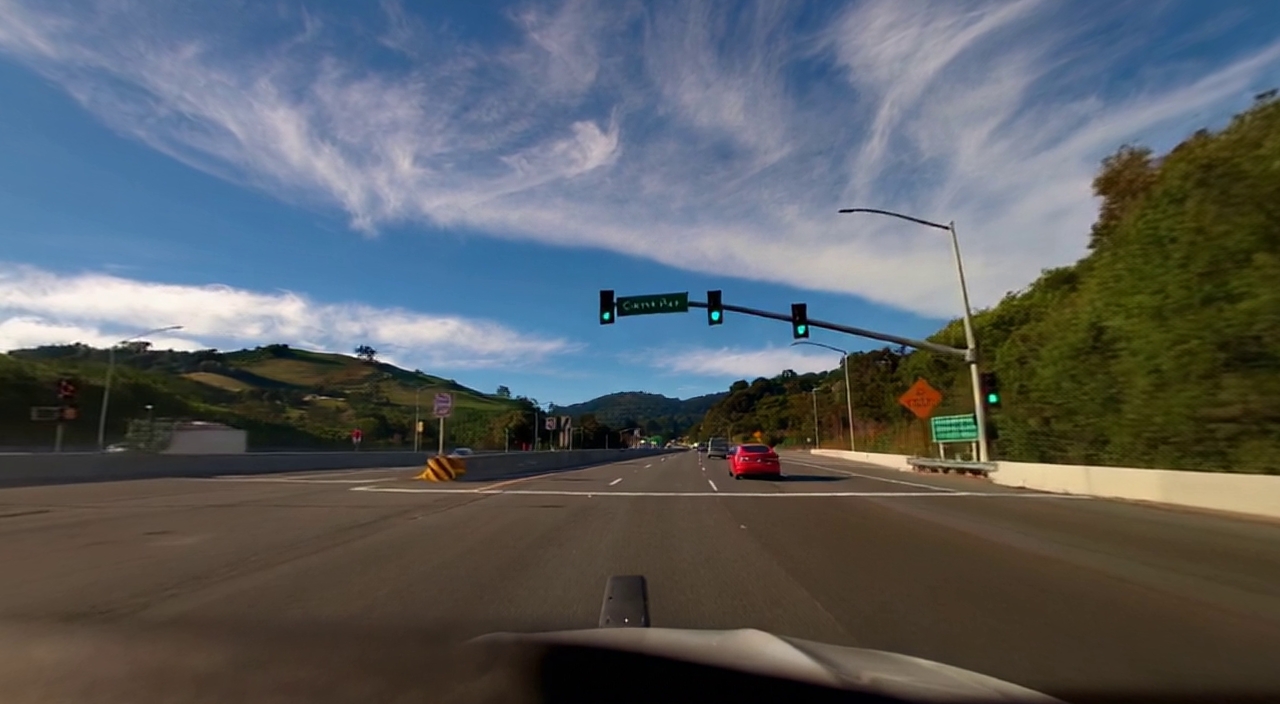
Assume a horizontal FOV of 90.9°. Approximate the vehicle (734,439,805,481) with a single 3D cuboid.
[{"bbox_3d":[4.896,4.132,24.388,1.916,1.469,4.481,0,-8,2],"label":"vehicle"}]
